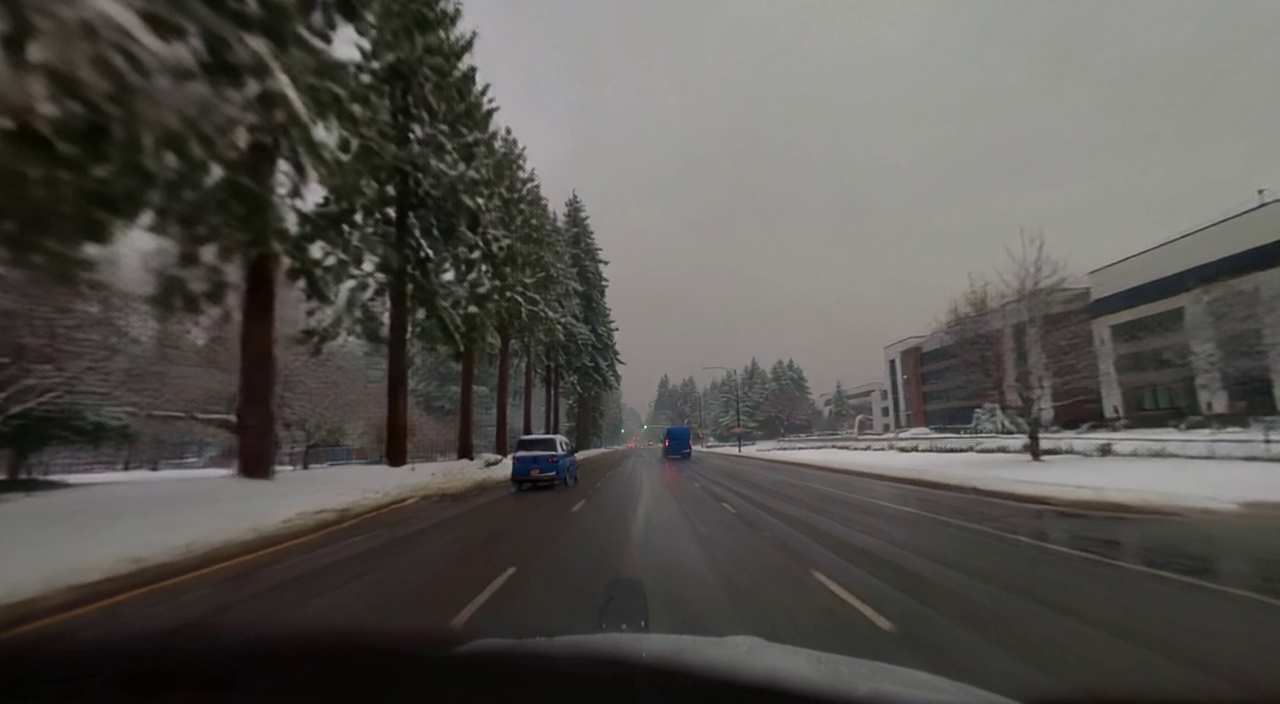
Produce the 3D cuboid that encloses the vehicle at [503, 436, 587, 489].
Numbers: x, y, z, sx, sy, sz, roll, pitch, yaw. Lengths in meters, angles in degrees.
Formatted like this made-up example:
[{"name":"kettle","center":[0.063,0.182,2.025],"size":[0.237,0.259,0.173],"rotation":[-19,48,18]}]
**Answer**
[{"name":"vehicle","center":[-3.105,3.746,21.672],"size":[2.129,1.602,4.532],"rotation":[0,-8,1]}]
